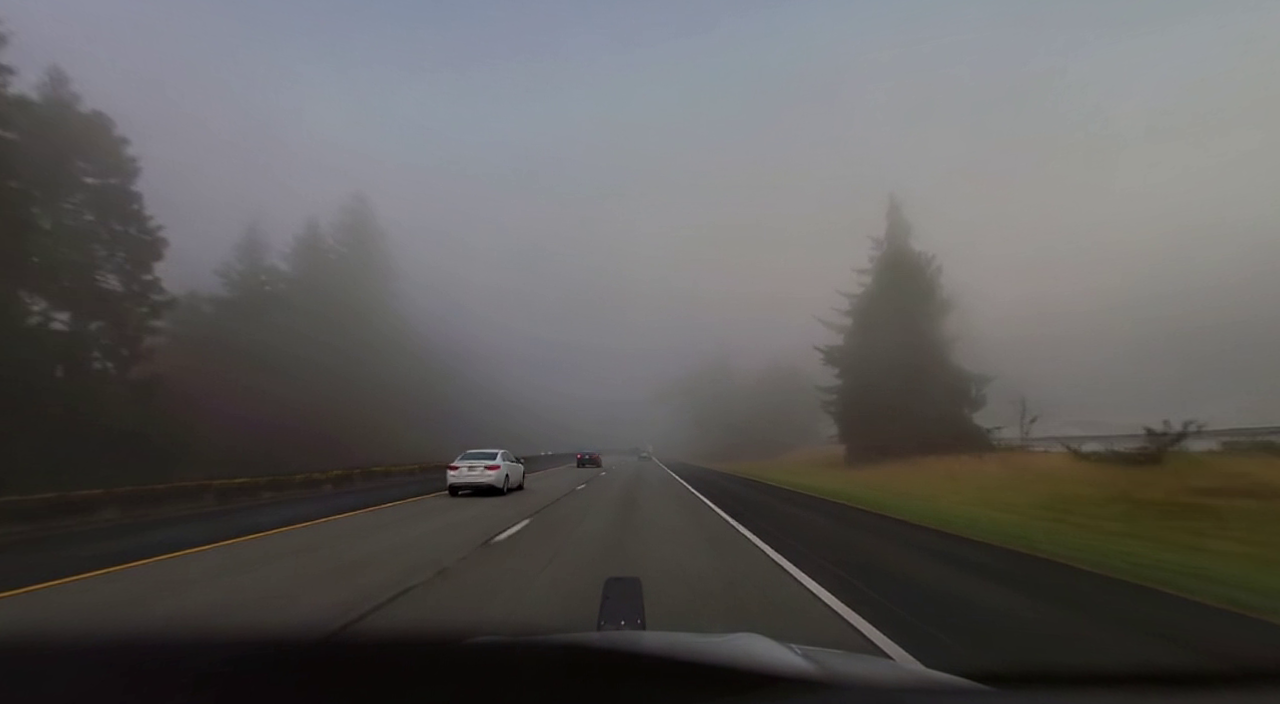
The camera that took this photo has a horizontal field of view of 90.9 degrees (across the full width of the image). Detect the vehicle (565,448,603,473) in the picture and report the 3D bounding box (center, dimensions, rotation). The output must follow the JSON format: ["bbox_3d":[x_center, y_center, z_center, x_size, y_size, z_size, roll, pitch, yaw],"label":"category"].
[{"bbox_3d":[-3.481,6.856,40.110,2.005,1.474,3.921,0,-9,1],"label":"vehicle"}]

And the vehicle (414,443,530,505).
[{"bbox_3d":[-4.539,3.370,17.864,1.975,1.501,4.603,0,-9,0],"label":"vehicle"}]
